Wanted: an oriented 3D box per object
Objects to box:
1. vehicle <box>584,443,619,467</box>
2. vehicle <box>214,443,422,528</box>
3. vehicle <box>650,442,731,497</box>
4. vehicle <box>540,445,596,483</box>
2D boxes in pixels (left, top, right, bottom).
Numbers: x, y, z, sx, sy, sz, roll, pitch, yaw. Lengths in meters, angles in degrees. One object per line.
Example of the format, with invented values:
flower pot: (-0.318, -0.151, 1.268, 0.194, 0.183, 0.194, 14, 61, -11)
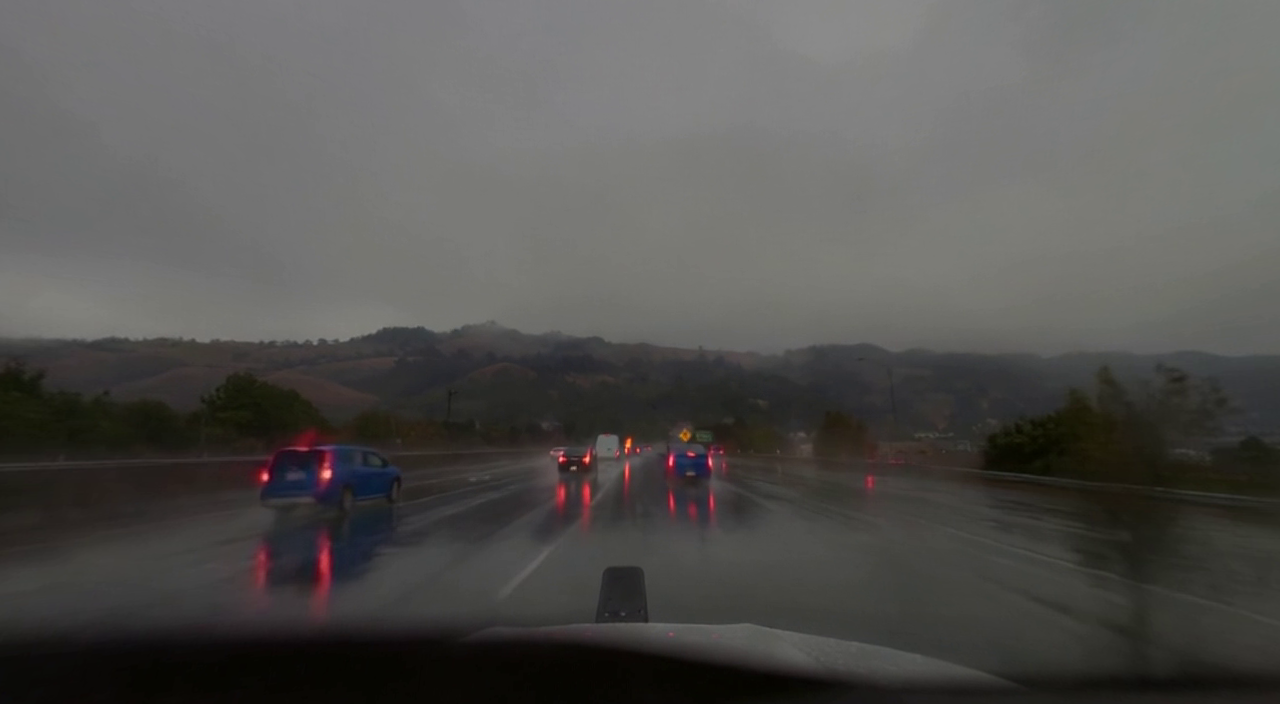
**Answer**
vehicle: (-2.755, 7.493, 46.025, 2.270, 1.660, 4.101, 0, -8, 0)
vehicle: (-6.651, 2.762, 13.806, 2.012, 1.504, 4.729, -1, -8, 1)
vehicle: (1.439, 3.586, 19.727, 2.050, 1.491, 4.362, 0, -8, -1)
vehicle: (-3.101, 4.927, 28.072, 1.990, 1.501, 4.250, -1, -8, 0)
